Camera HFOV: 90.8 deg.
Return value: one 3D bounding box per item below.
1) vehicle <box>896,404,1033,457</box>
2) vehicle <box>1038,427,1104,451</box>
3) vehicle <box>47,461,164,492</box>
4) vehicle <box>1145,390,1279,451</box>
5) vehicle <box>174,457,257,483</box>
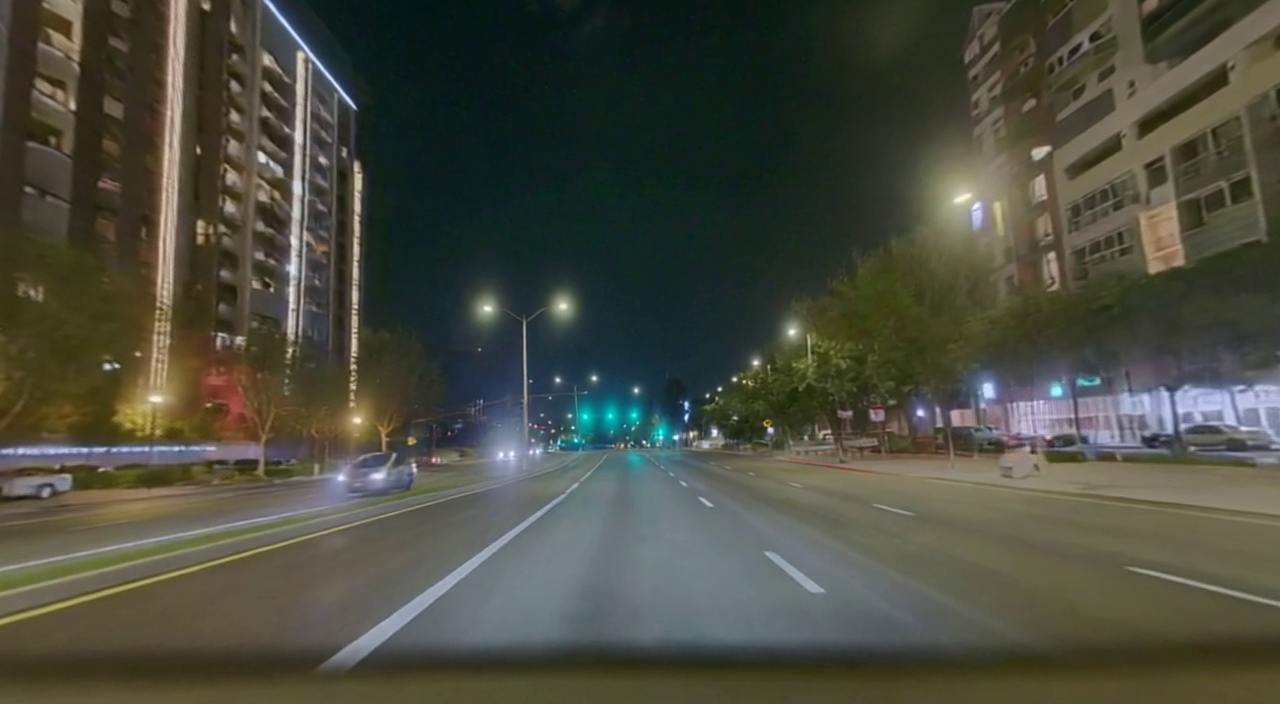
[{"bbox_3d":[20.947,5.112,41.100,7.305,3.266,2.842,0,-9,-3],"label":"vehicle"},{"bbox_3d":[33.183,6.756,48.778,1.939,1.670,4.169,-1,-10,-3],"label":"vehicle"},{"bbox_3d":[-30.484,7.105,36.168,4.821,1.605,2.028,0,-9,0],"label":"vehicle"},{"bbox_3d":[32.992,4.071,35.956,2.670,3.093,7.117,-1,-9,3],"label":"vehicle"},{"bbox_3d":[-29.779,8.273,44.409,4.382,1.659,1.917,0,-9,-1],"label":"vehicle"}]
